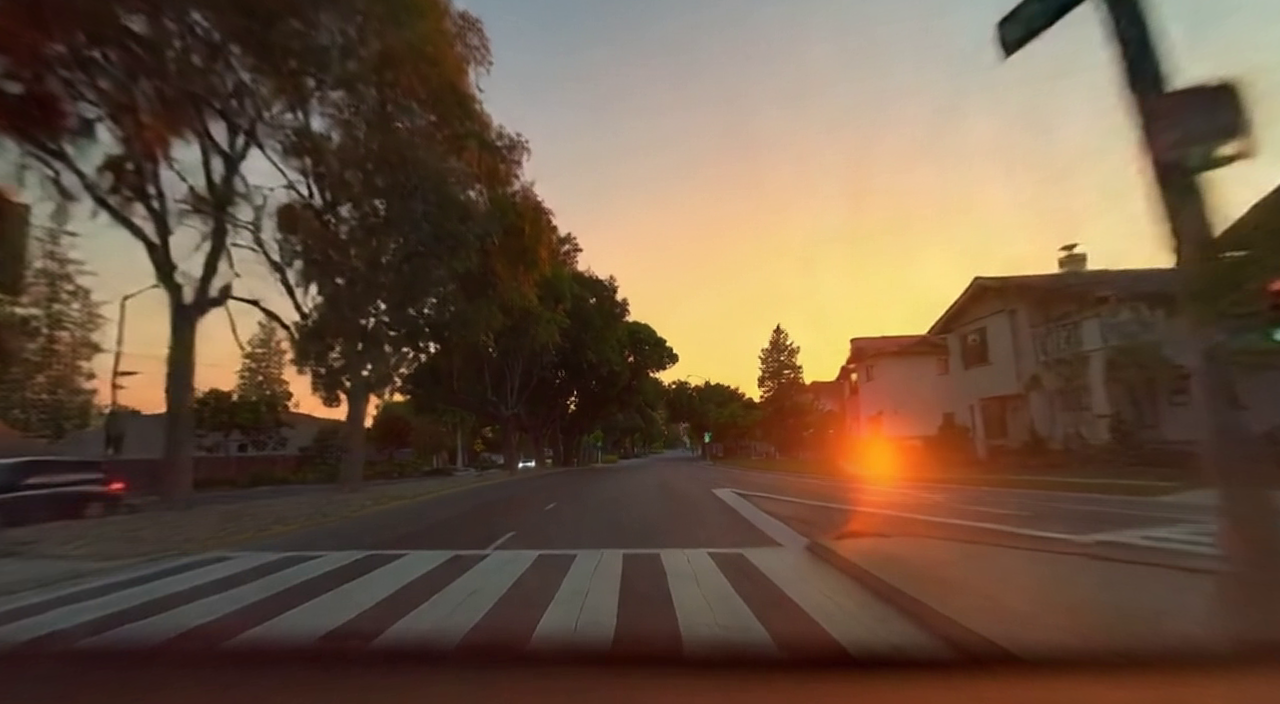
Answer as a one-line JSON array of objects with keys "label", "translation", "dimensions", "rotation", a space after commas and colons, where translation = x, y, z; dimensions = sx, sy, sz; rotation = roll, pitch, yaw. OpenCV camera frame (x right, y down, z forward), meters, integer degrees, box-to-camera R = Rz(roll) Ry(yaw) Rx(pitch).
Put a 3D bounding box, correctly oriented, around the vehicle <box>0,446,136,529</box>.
[{"label": "vehicle", "translation": [-14.905, 3.083, 14.648], "dimensions": [2.106, 1.782, 4.974], "rotation": [-1, -8, 4]}]
